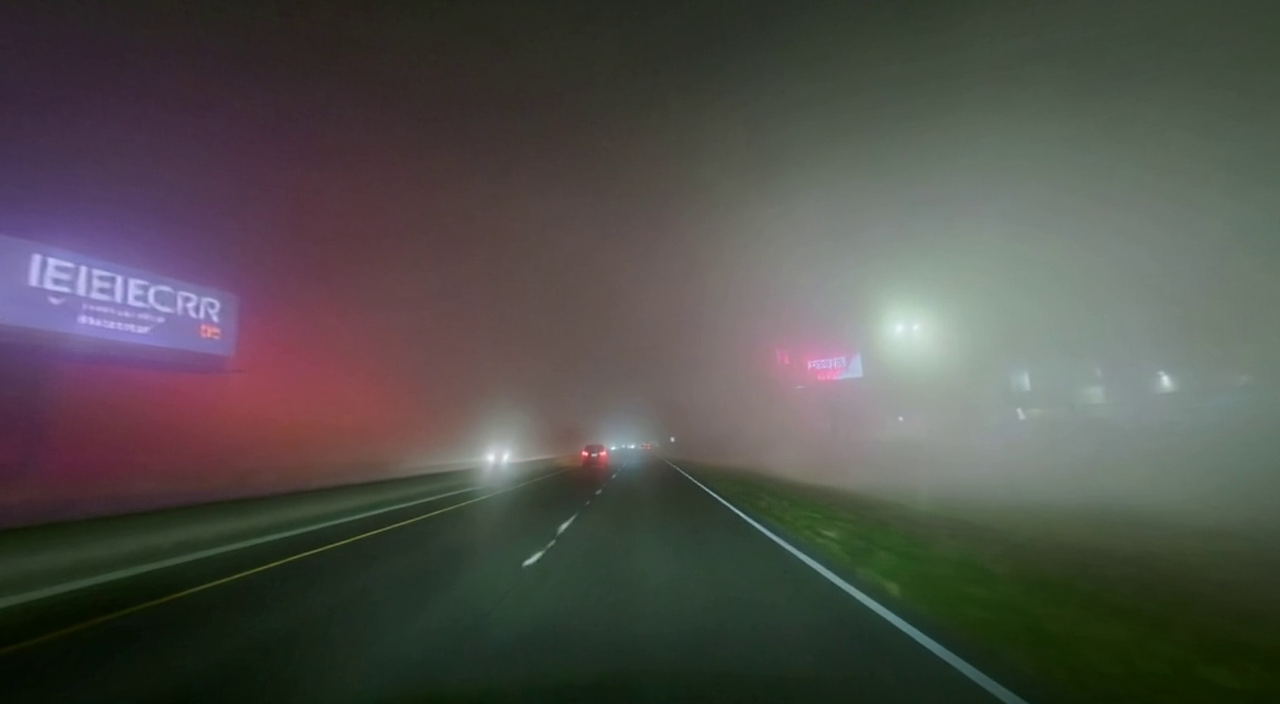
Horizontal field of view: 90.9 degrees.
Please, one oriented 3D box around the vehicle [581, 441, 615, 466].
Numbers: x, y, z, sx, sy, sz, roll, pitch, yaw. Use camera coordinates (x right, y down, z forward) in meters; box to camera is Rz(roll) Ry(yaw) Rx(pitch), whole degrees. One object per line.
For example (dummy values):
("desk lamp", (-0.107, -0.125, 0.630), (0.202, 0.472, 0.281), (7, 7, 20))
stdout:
("vehicle", (-3.206, 7.880, 49.127), (2.159, 1.793, 5.027), (-1, -9, 1))
